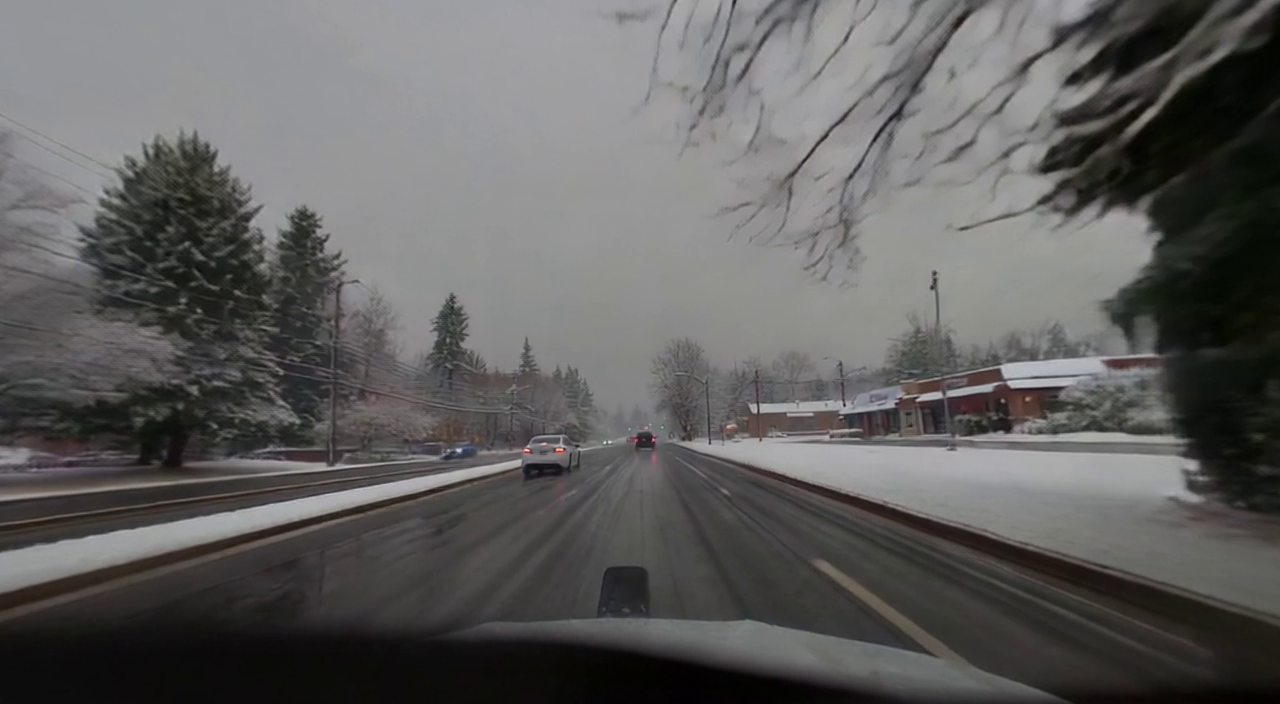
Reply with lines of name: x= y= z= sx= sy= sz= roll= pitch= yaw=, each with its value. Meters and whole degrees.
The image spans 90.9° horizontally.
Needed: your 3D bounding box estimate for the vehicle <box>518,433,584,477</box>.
vehicle: x=-3.496 y=4.130 z=25.529 sx=1.914 sy=1.630 sz=4.351 roll=0 pitch=-8 yaw=2
